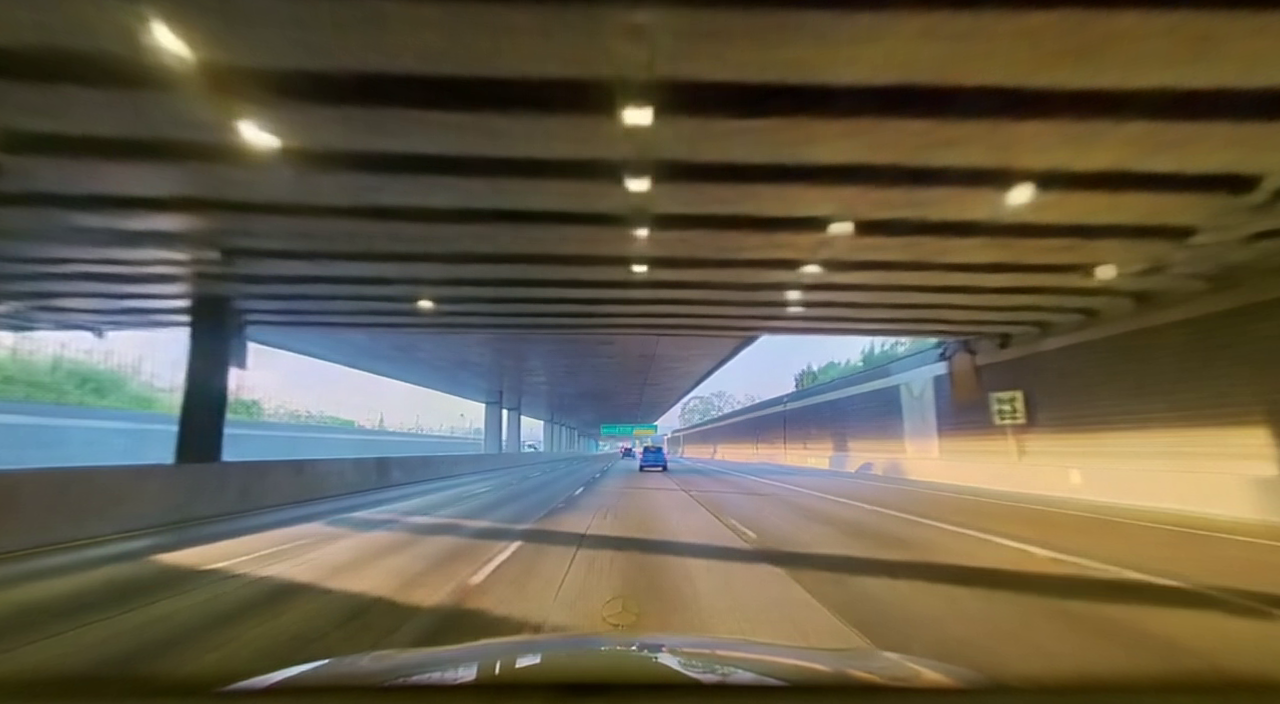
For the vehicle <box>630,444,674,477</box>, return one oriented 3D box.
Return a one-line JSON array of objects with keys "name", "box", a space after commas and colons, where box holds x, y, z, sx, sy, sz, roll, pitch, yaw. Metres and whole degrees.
[{"name": "vehicle", "box": [0.571, 5.391, 31.311, 2.055, 1.501, 4.321, 0, -9, 1]}]
